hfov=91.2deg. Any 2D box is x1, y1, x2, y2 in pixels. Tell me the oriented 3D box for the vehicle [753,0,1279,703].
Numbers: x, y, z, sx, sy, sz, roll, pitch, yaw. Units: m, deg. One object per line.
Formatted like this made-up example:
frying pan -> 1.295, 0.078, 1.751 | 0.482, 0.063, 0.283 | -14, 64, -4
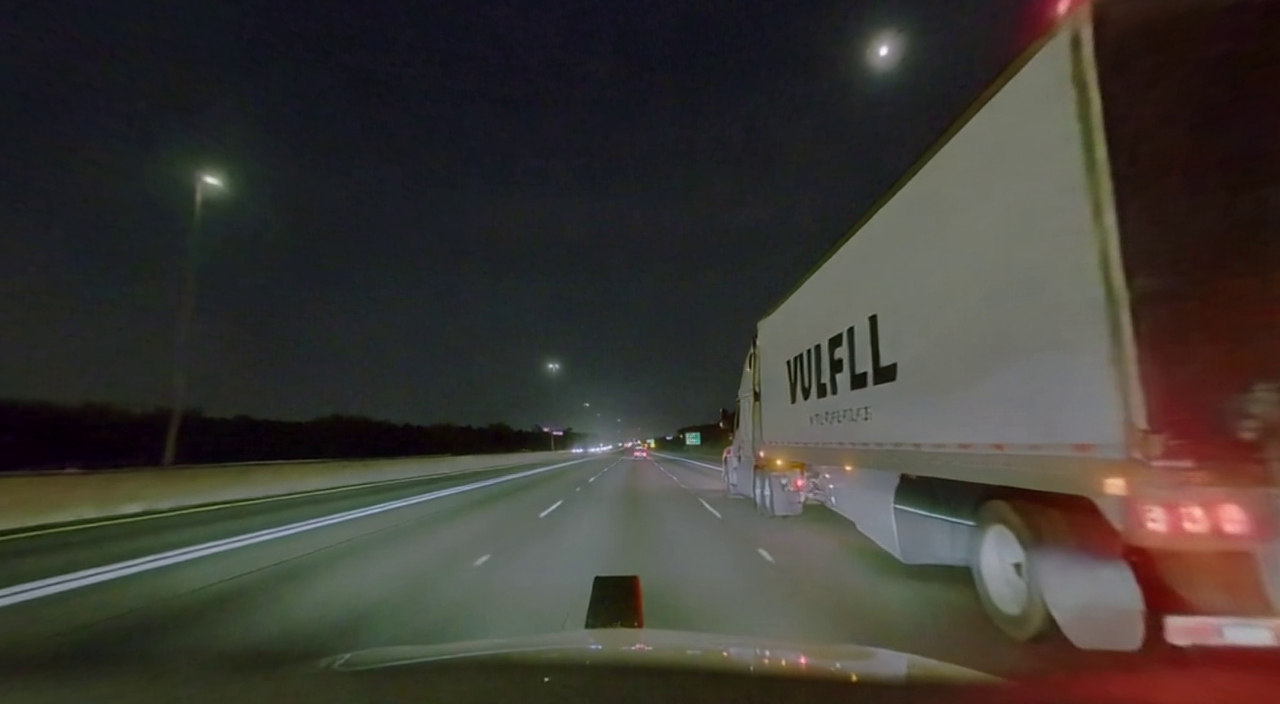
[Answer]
vehicle -> 3.990, 0.607, 7.989 | 3.027, 3.989, 10.585 | 0, -9, 0
